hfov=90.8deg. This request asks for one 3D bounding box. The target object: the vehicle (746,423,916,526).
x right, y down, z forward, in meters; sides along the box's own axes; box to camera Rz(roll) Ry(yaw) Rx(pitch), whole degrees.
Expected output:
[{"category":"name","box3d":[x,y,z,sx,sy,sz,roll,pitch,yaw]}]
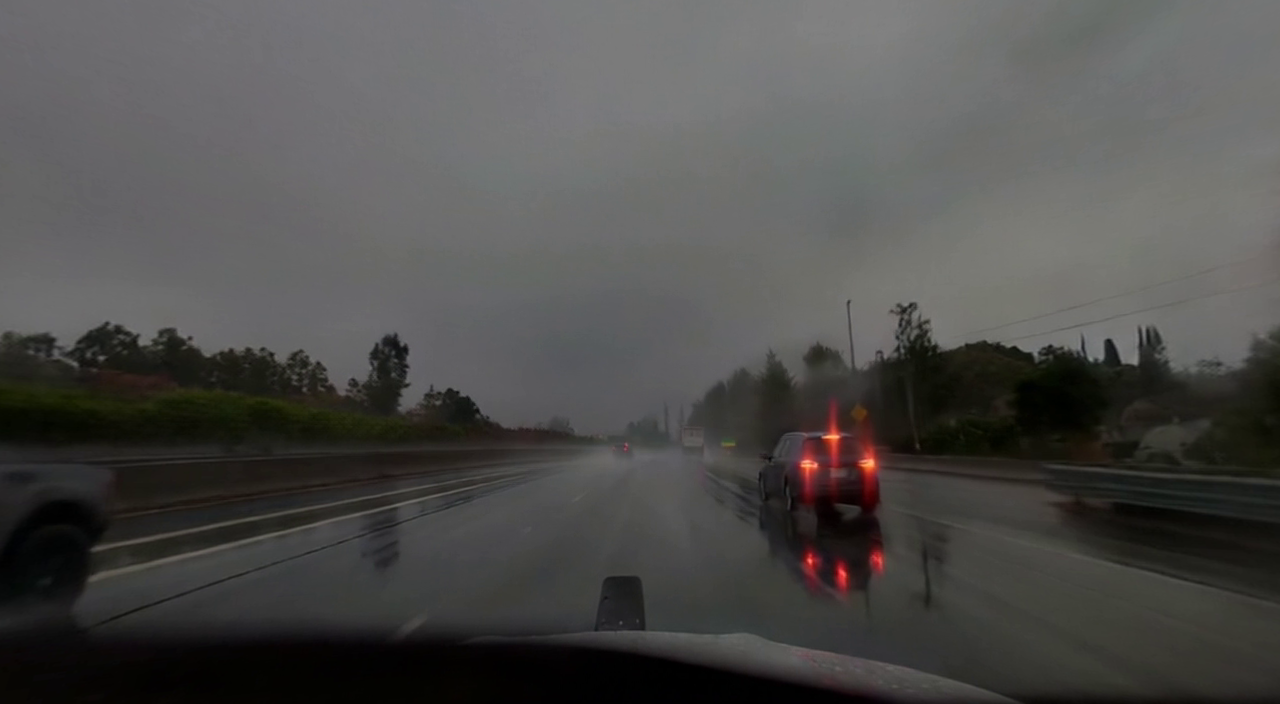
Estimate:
[{"category":"vehicle","box3d":[3.643,2.432,13.053,2.075,1.743,4.410,0,-9,-1]}]
